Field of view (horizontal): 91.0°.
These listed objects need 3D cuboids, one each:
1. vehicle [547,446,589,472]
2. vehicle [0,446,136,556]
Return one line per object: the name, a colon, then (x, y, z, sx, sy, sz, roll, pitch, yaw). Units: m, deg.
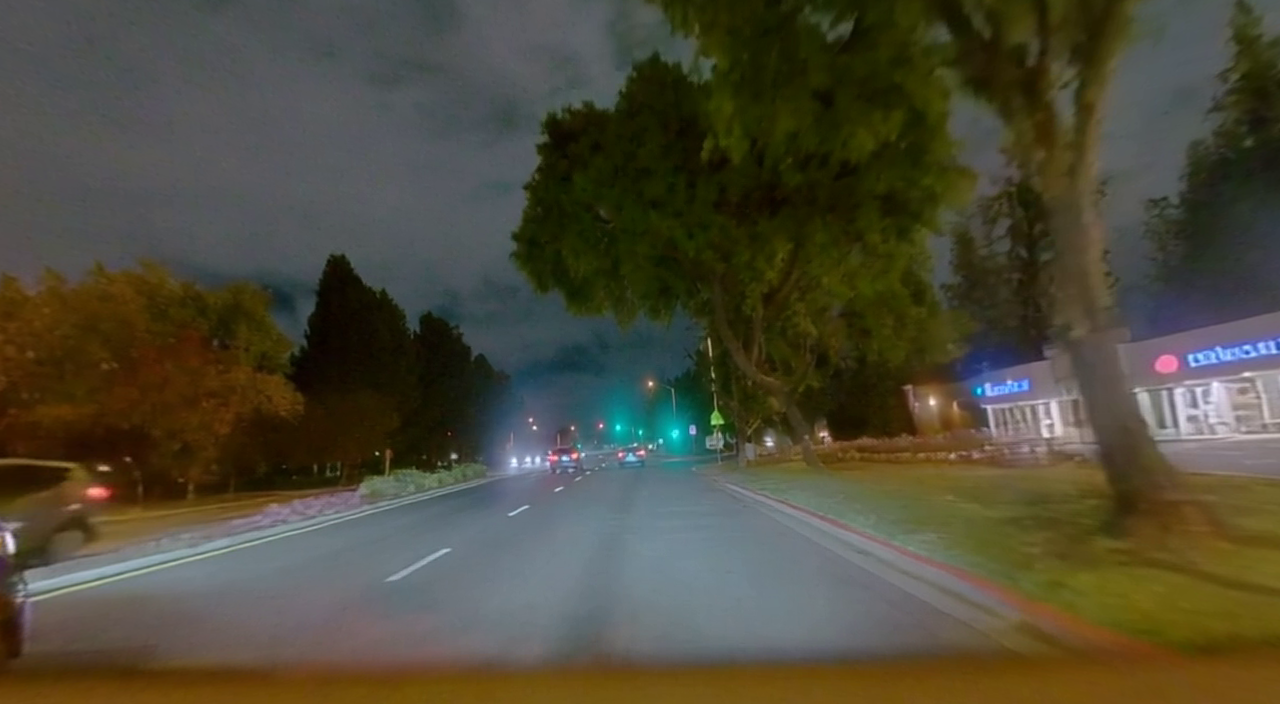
vehicle: (-4.397, 6.627, 39.200, 2.083, 1.460, 4.527, 0, -8, 0)
vehicle: (-12.290, 2.670, 11.117, 2.292, 1.882, 5.655, -2, -10, -3)
